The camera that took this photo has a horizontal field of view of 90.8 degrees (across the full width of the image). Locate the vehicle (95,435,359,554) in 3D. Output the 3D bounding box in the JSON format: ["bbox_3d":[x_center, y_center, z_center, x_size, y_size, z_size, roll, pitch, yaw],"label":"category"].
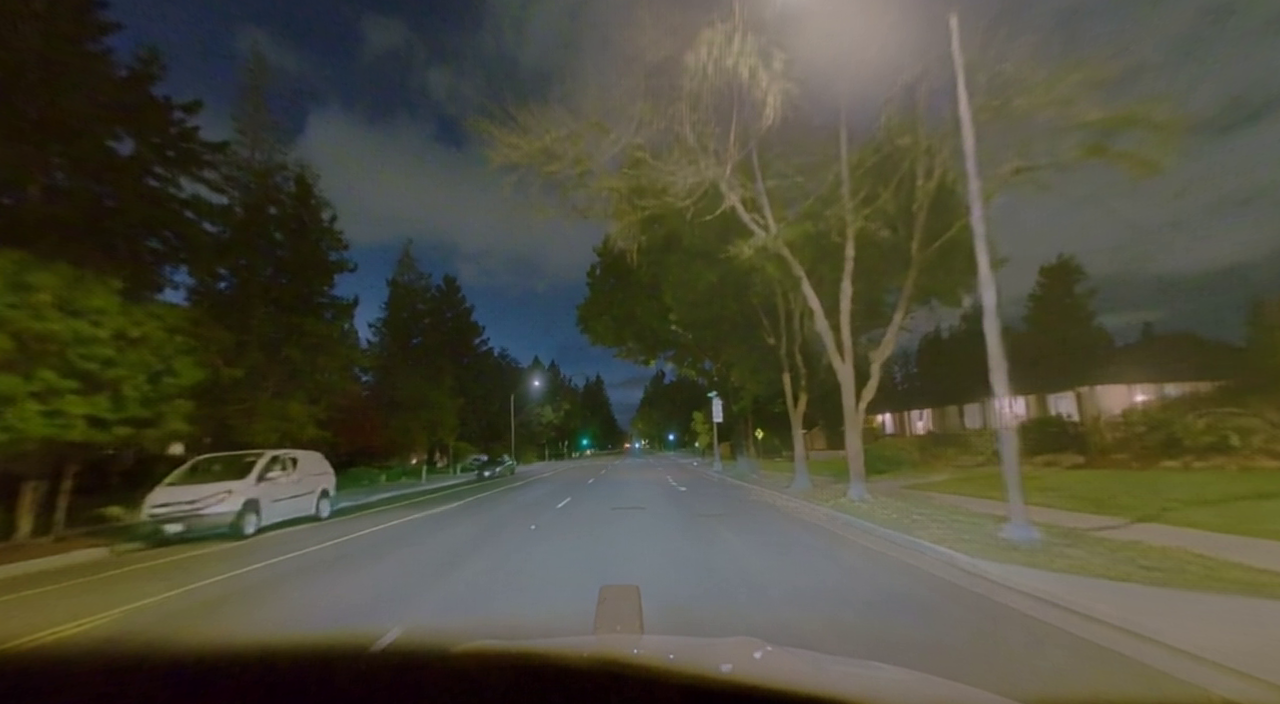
[{"bbox_3d":[-7.795,2.666,12.685,2.122,1.739,4.770,-5,-8,0],"label":"vehicle"}]

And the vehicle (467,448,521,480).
[{"bbox_3d":[-7.970,6.109,34.766,1.880,1.469,4.221,-5,-9,1],"label":"vehicle"}]
